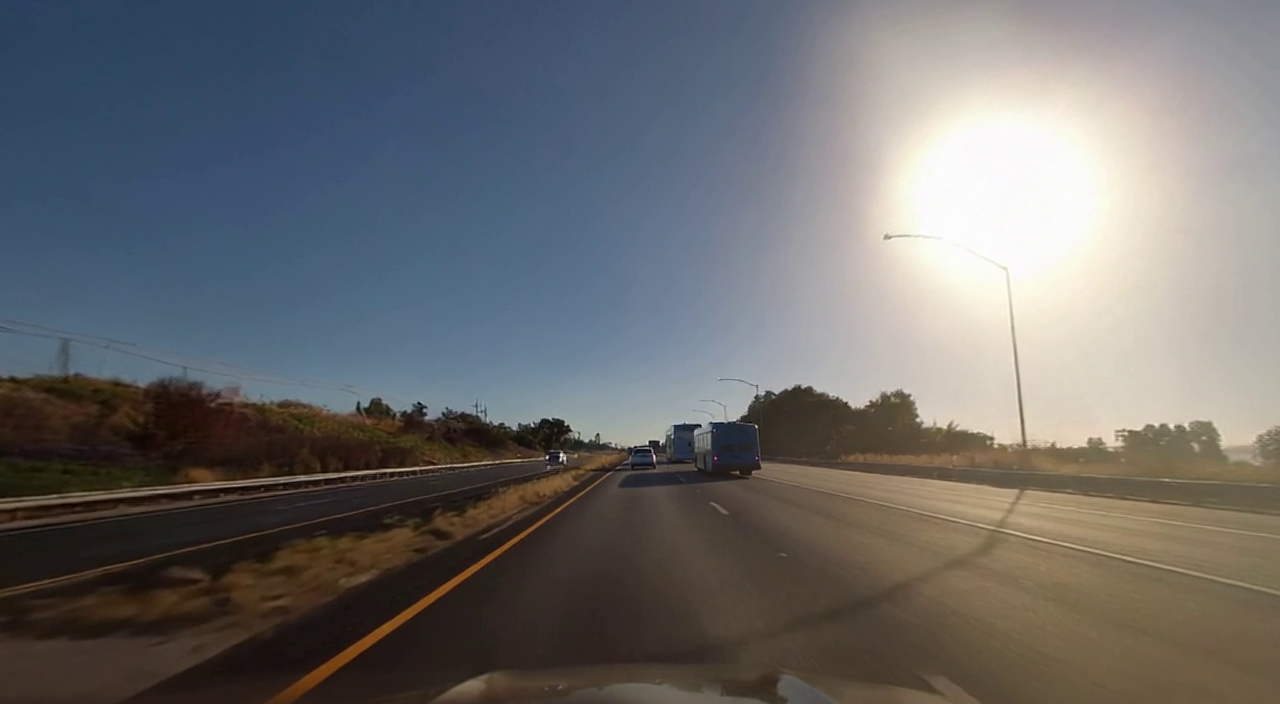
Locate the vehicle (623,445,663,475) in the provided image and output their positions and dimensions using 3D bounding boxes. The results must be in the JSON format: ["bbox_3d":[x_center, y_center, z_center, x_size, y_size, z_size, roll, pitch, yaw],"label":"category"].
[{"bbox_3d":[0.147,5.716,33.544,2.004,1.449,3.817,0,-9,-1],"label":"vehicle"}]

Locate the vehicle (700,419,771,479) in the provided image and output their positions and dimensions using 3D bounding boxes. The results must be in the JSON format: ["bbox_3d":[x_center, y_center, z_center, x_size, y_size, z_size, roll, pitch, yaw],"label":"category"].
[{"bbox_3d":[4.400,4.644,30.182,2.440,2.555,5.957,0,-9,0],"label":"vehicle"}]
